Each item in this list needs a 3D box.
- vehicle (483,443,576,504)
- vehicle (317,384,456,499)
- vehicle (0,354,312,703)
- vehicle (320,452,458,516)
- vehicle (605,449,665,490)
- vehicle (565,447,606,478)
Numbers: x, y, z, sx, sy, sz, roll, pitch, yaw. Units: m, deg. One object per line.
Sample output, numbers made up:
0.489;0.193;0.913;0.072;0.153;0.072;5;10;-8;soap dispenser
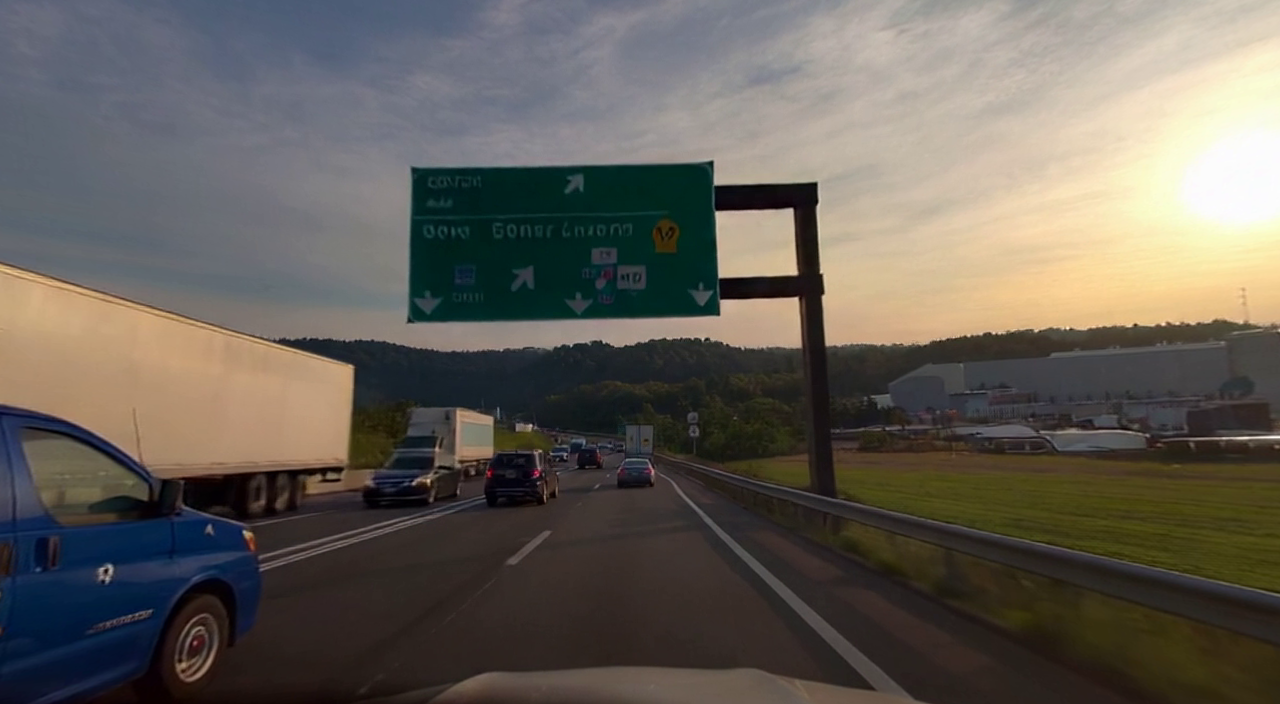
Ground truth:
-3.164;3.562;18.973;1.937;1.600;4.141;0;-9;1;vehicle
-9.776;3.582;25.185;3.024;4.011;5.853;0;-9;0;vehicle
-3.047;0.781;1.402;2.117;1.688;4.582;0;-9;1;vehicle
-6.614;3.505;17.262;1.887;1.462;4.466;0;-9;1;vehicle
-0.215;4.425;24.033;2.095;1.393;3.908;0;-9;-1;vehicle
-3.101;6.331;36.515;1.994;1.663;4.047;0;-9;0;vehicle
